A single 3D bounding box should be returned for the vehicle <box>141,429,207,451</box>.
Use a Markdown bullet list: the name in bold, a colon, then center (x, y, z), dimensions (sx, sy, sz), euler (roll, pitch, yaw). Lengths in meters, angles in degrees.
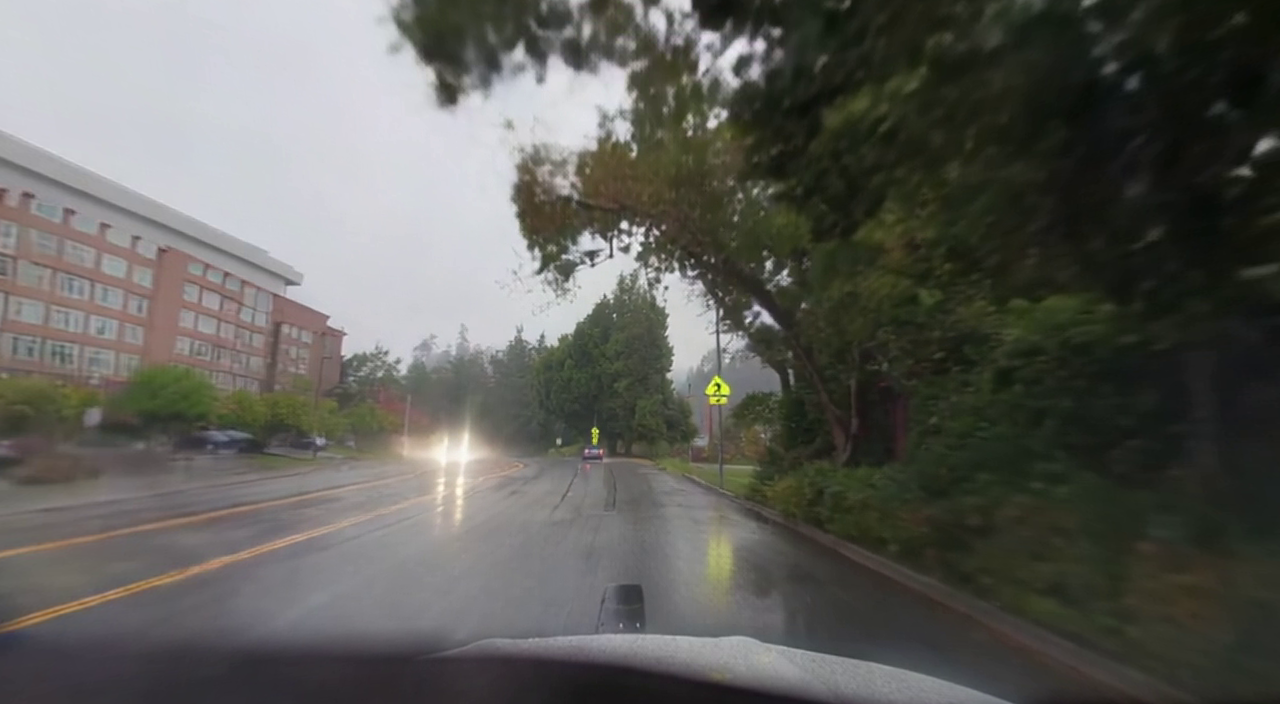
- **vehicle**: center (-36.599, 6.929, 49.642), dimensions (4.083, 1.464, 1.747), euler (-1, -15, 14)
